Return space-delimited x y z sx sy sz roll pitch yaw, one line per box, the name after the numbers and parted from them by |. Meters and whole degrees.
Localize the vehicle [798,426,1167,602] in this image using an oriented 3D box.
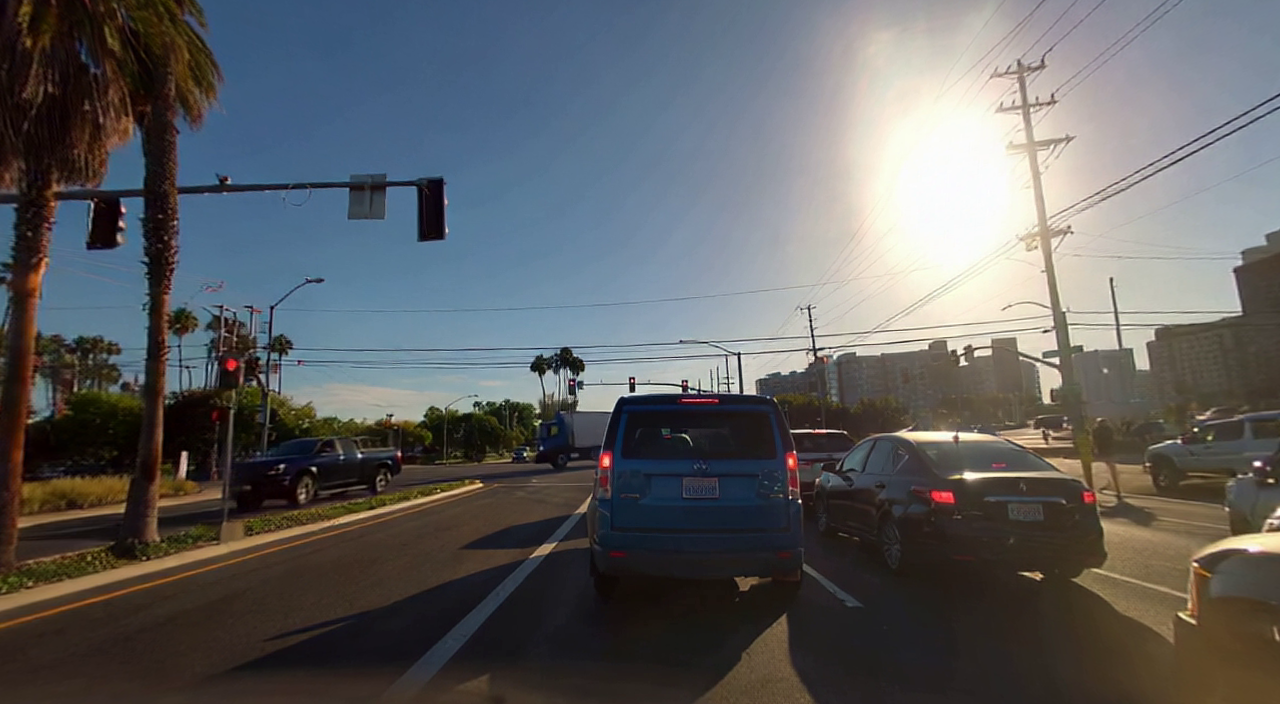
3.437 1.688 7.502 1.895 1.456 4.255 0 -9 -2 | vehicle

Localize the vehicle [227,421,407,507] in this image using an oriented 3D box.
-11.318 3.971 22.832 2.230 2.653 5.869 -3 -9 16 | vehicle

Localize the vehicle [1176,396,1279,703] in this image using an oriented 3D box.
3.360 0.650 0.651 1.805 1.485 4.348 0 -9 1 | vehicle

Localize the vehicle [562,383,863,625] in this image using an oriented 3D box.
0.464 1.439 6.887 2.228 1.780 4.269 0 -9 -2 | vehicle
